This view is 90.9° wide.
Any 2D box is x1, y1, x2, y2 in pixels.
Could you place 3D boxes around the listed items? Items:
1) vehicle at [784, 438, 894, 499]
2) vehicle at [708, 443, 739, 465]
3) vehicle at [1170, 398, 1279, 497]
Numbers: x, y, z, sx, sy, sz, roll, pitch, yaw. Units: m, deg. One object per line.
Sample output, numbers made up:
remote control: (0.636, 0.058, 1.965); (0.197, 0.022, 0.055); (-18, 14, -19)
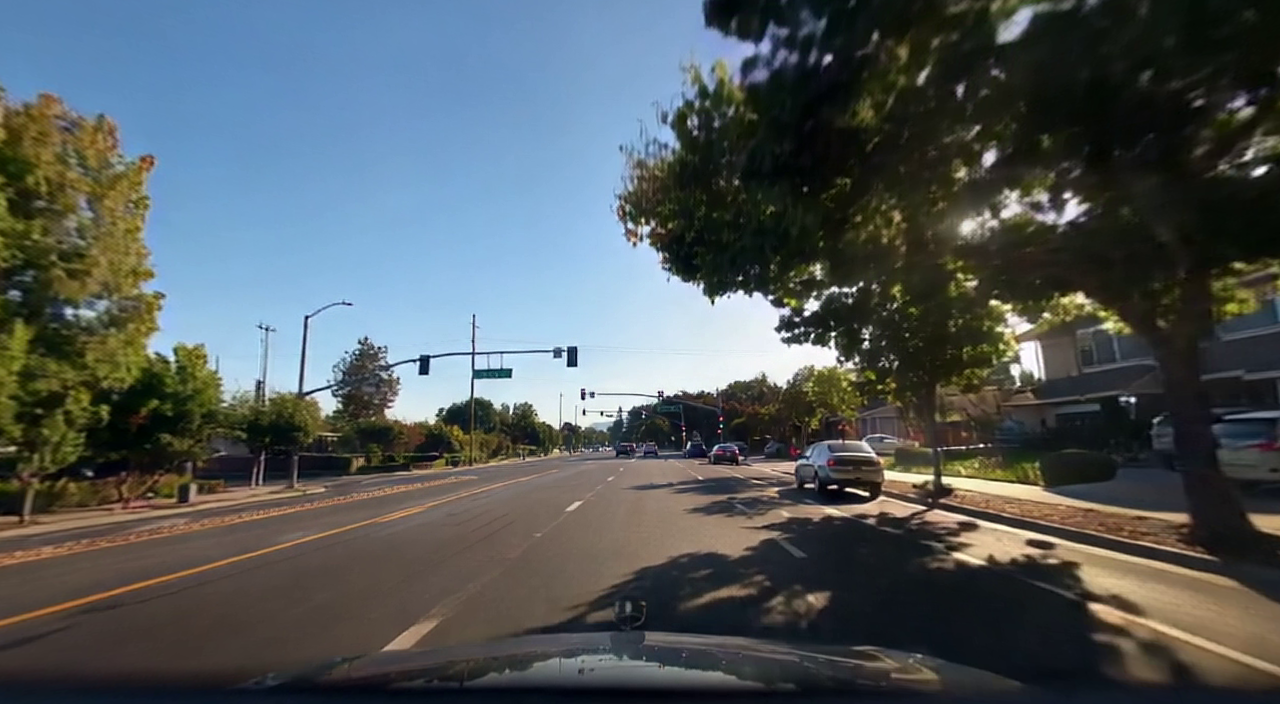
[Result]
vehicle: (5.650, 3.331, 18.463); (1.950, 1.567, 4.083); (0, -8, 1)
vehicle: (6.171, 7.602, 47.199); (1.855, 1.520, 4.808); (0, -8, 2)
vehicle: (13.290, 1.803, 11.927); (4.474, 1.710, 2.148); (0, -8, 1)
